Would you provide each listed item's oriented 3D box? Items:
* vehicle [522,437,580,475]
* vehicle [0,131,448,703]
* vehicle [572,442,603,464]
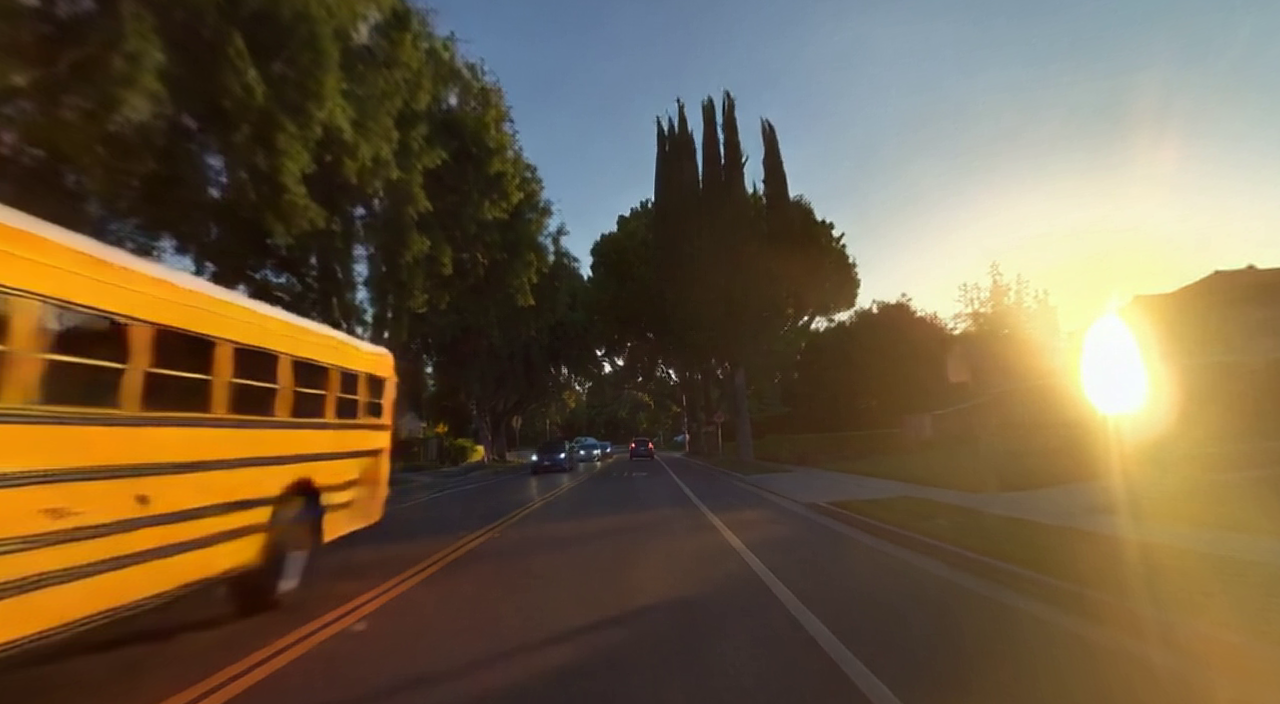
[{"bbox_3d":[-4.232,5.037,30.726,2.069,1.707,4.385,0,-8,1],"label":"vehicle"},{"bbox_3d":[-4.340,0.634,4.306,2.966,2.818,9.113,0,-8,1],"label":"vehicle"},{"bbox_3d":[-3.944,7.608,47.640,1.905,1.510,4.172,0,-8,1],"label":"vehicle"}]
